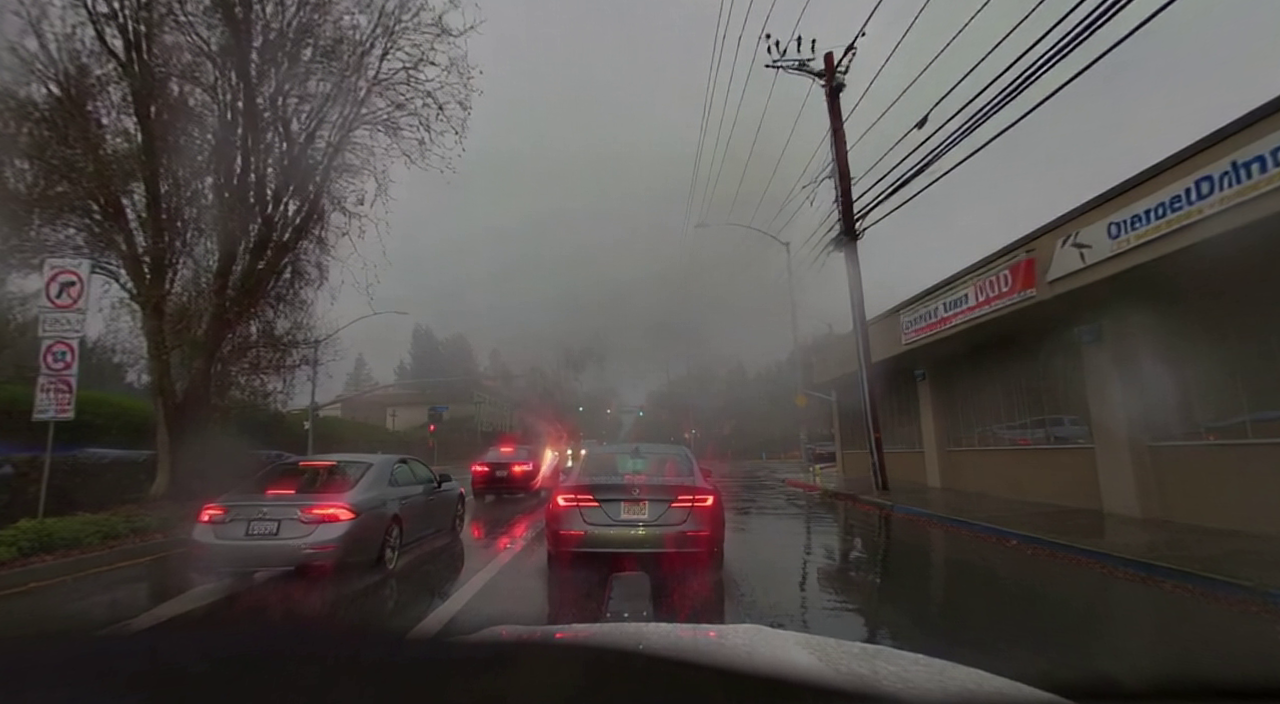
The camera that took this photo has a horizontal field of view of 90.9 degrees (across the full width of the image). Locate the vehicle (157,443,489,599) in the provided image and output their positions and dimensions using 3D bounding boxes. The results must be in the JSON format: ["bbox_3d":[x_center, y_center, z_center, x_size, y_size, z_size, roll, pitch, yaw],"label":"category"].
[{"bbox_3d":[-3.227,1.762,7.485,1.765,1.319,4.013,0,-9,2],"label":"vehicle"}]

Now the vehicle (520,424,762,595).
[{"bbox_3d":[-0.005,1.678,7.550,2.101,1.469,3.955,0,-9,0],"label":"vehicle"}]
